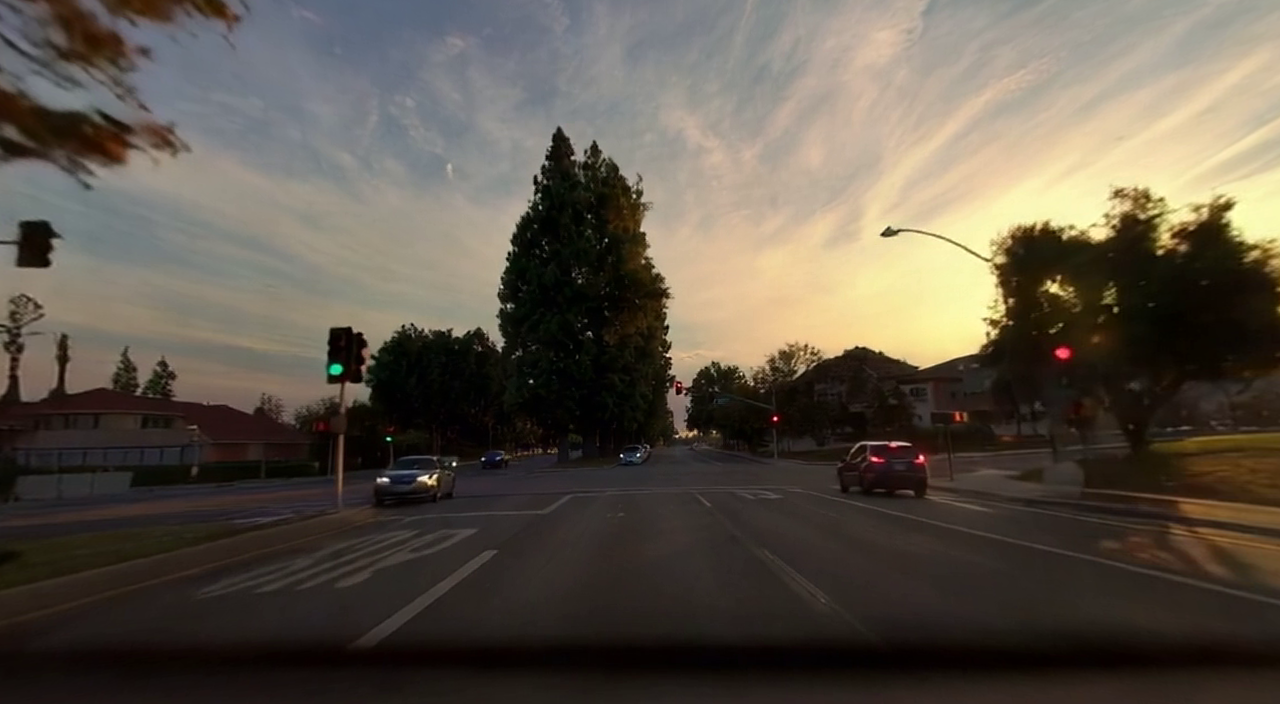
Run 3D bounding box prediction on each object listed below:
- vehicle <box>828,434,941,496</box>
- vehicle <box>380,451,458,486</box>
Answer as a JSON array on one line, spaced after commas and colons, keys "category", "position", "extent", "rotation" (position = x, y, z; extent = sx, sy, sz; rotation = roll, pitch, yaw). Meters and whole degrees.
[{"category": "vehicle", "position": [7.438, 3.466, 19.767], "extent": [2.011, 1.710, 4.357], "rotation": [-1, -9, 3]}, {"category": "vehicle", "position": [-11.626, 6.042, 33.055], "extent": [2.065, 1.477, 4.519], "rotation": [0, -7, -44]}]
